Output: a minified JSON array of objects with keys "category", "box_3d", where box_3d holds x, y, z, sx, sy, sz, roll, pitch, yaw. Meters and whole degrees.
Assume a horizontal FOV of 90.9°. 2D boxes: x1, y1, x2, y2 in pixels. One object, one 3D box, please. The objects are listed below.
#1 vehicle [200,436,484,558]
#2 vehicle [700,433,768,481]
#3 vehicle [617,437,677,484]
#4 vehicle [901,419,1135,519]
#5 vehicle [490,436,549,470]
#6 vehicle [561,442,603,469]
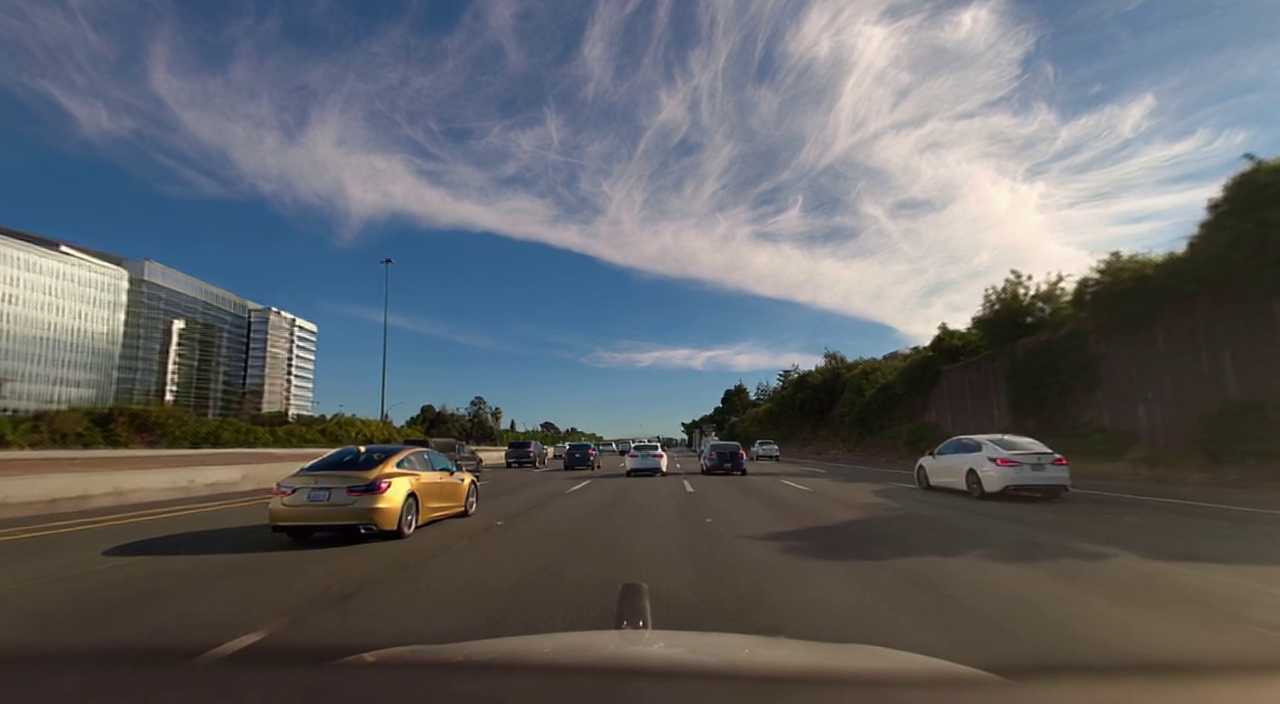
[{"category":"vehicle","box_3d":[-4.275,2.138,10.150,2.116,1.473,4.644,-1,-8,3]},{"category":"vehicle","box_3d":[3.607,4.122,24.964,2.114,1.715,4.136,-1,-8,1]},{"category":"vehicle","box_3d":[0.320,4.098,24.199,2.102,1.624,4.257,-1,-8,2]},{"category":"vehicle","box_3d":[7.687,2.421,13.627,1.960,1.726,5.016,0,-8,1]},{"category":"vehicle","box_3d":[-6.961,5.885,37.044,2.187,1.851,5.085,-1,-8,3]},{"category":"vehicle","box_3d":[-3.310,6.043,36.977,1.886,1.455,4.148,-1,-8,3]}]
